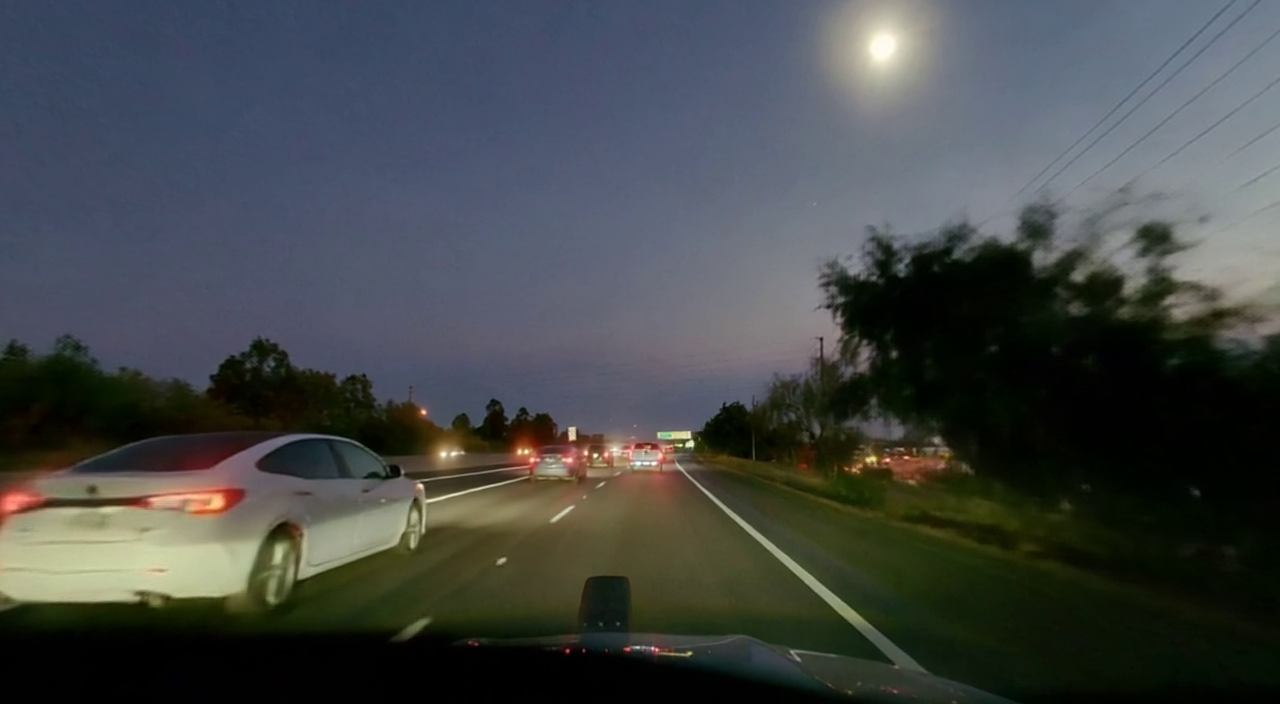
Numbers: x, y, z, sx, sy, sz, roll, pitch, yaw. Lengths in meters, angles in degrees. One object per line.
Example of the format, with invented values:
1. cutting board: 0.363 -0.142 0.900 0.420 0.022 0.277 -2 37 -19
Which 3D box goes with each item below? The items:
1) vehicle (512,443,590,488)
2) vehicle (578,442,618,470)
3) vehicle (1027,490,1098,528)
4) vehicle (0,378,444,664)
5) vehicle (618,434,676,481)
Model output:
1. vehicle: -3.130 4.079 23.095 2.092 1.464 4.466 0 -8 2
2. vehicle: -2.677 6.755 41.067 2.051 1.695 4.731 -1 -8 3
3. vehicle: 30.444 11.286 45.682 2.164 2.048 5.656 -2 -9 11
4. vehicle: -3.760 1.375 6.228 2.104 1.754 4.515 0 -8 1
5. vehicle: 0.310 4.536 27.364 2.319 1.813 4.274 0 -8 1
